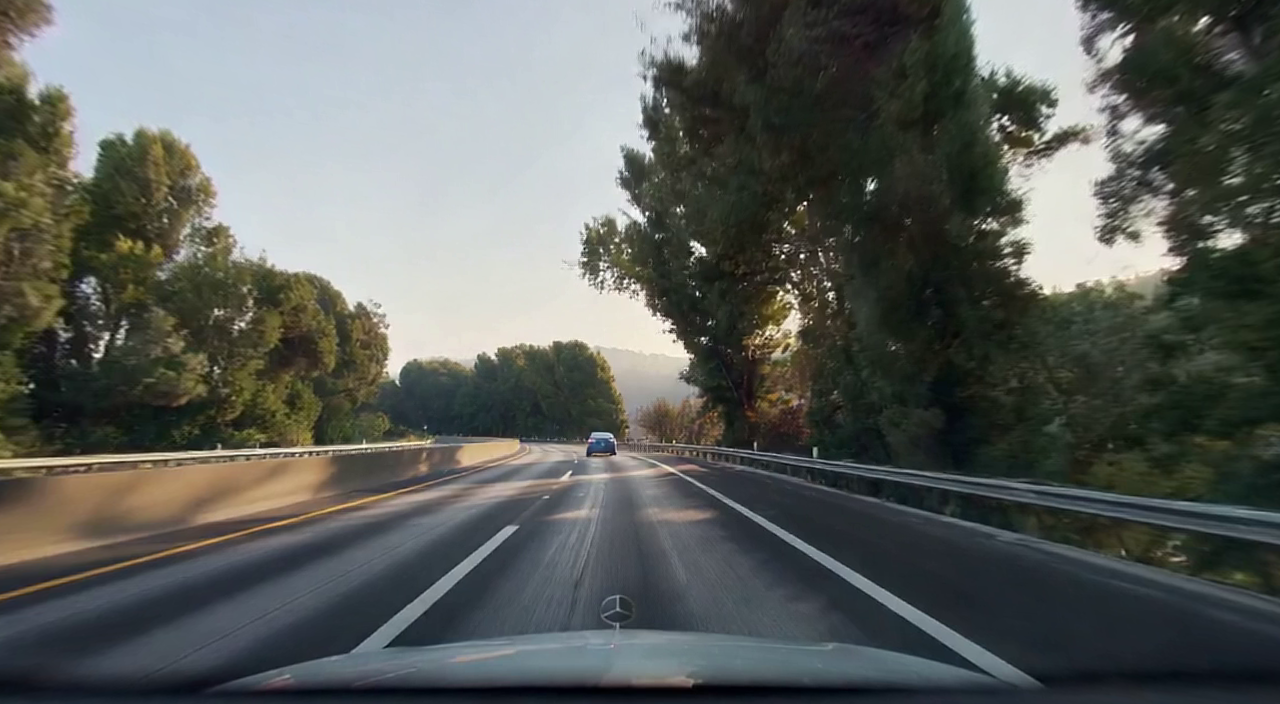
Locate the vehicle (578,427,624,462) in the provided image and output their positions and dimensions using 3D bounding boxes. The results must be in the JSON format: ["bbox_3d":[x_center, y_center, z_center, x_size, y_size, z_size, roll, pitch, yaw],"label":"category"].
[{"bbox_3d":[-2.253,5.231,35.955,2.452,1.857,4.022,1,-8,-5],"label":"vehicle"}]
